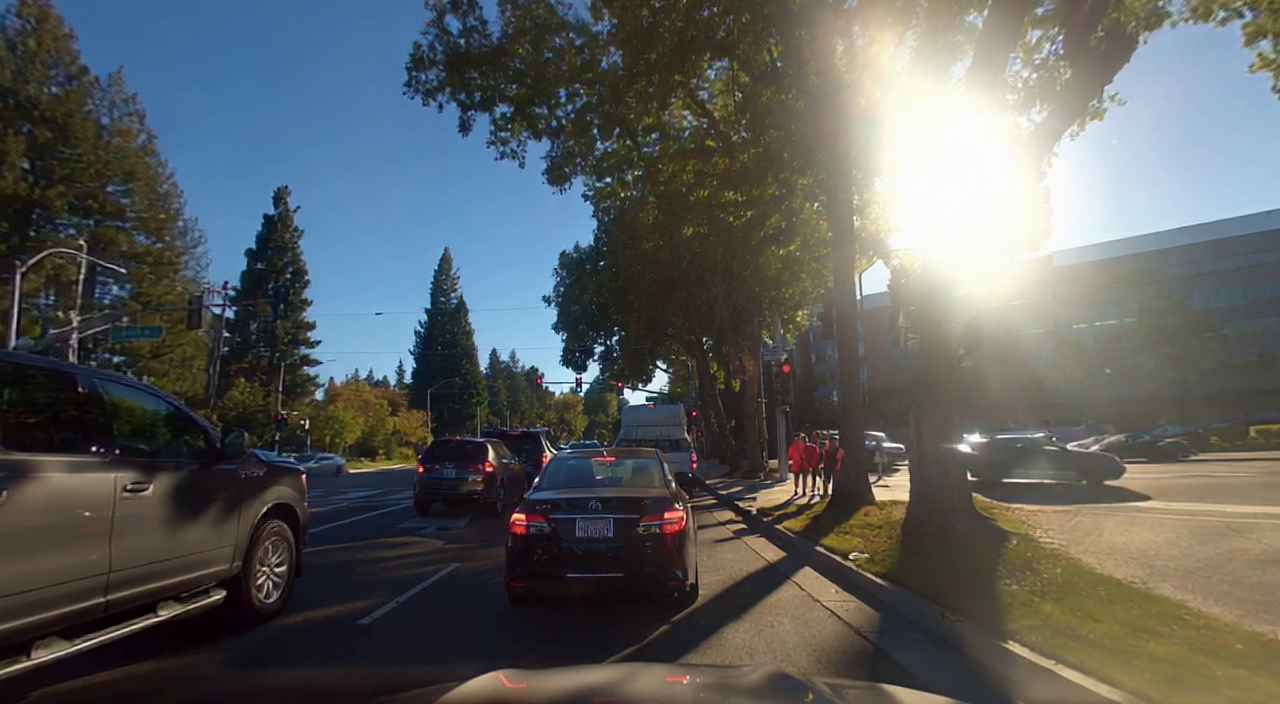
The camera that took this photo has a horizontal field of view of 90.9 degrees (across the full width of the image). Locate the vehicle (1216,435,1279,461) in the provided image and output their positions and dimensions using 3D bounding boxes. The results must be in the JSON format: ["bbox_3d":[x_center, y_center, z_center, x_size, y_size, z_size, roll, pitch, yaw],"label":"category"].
[{"bbox_3d":[36.364,5.509,36.153,4.643,1.464,1.840,-1,-9,3],"label":"vehicle"}]

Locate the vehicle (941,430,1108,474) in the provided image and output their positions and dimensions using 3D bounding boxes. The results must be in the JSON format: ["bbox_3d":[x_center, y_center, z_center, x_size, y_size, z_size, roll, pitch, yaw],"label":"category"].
[{"bbox_3d":[15.158,3.993,25.192,5.192,1.620,2.072,-2,-9,13],"label":"vehicle"}]

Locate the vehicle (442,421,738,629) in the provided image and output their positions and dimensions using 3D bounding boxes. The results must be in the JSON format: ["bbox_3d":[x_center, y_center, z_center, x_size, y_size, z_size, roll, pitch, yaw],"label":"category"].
[{"bbox_3d":[-0.357,1.598,6.873,2.144,1.497,4.446,0,-9,0],"label":"vehicle"}]

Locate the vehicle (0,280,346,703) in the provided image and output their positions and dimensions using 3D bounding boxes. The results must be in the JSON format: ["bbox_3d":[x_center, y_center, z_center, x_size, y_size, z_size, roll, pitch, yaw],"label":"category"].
[{"bbox_3d":[-3.684,0.745,2.842,2.202,1.961,4.980,0,-9,1],"label":"vehicle"}]

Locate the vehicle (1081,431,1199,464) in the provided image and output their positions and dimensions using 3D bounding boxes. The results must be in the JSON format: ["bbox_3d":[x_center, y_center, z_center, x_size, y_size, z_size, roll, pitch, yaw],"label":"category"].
[{"bbox_3d":[29.051,5.560,36.725,4.967,1.794,2.044,-1,-9,2],"label":"vehicle"}]

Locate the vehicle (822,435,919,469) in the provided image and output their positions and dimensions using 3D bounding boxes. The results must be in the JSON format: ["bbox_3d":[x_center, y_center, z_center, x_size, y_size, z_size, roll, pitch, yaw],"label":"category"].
[{"bbox_3d":[12.229,5.328,33.638,4.394,1.724,1.886,0,-9,1],"label":"vehicle"}]
